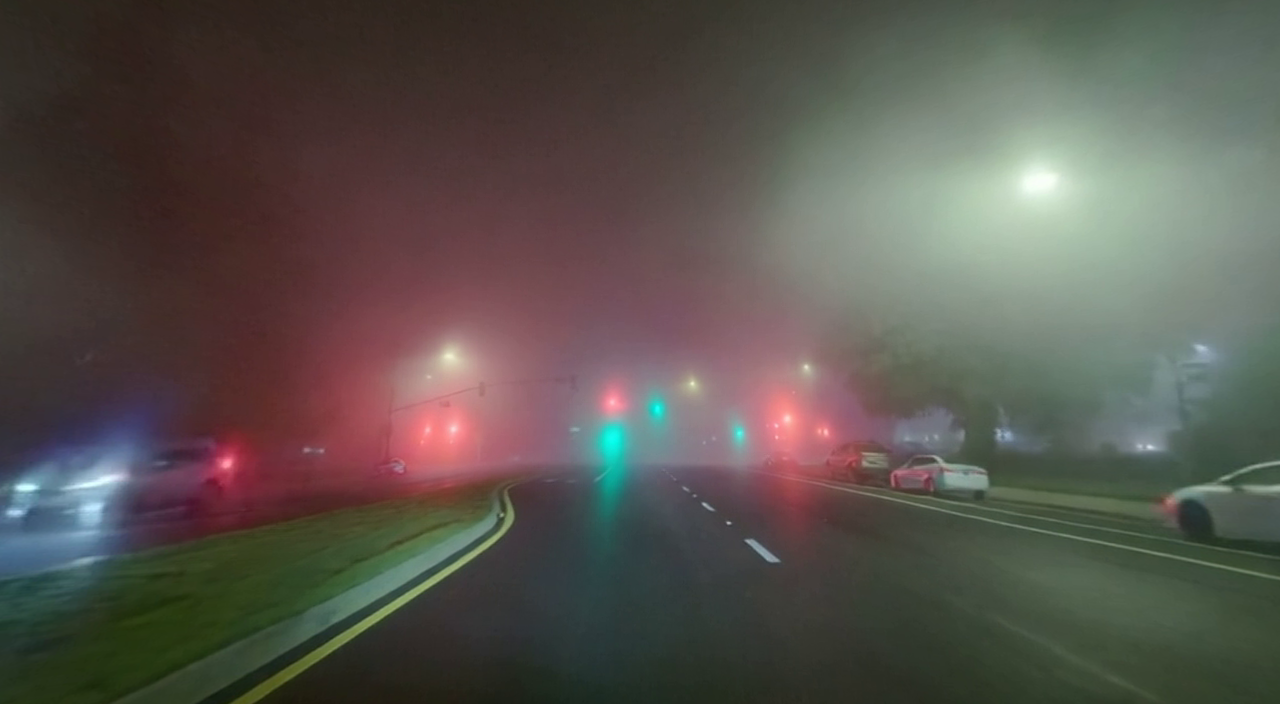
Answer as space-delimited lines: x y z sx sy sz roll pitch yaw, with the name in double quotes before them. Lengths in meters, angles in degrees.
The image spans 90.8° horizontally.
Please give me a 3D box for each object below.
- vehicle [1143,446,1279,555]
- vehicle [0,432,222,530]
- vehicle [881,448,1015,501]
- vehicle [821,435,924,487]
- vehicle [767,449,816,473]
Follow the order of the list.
"vehicle" 9.853 2.055 8.762 1.991 1.490 4.470 0 -9 -1
"vehicle" -11.513 2.667 13.650 1.940 1.740 4.356 0 -9 0
"vehicle" 9.779 3.883 20.562 1.931 1.473 4.742 0 -9 0
"vehicle" 9.817 4.647 27.339 2.245 1.983 5.433 0 -9 -2
"vehicle" 9.844 7.085 41.374 1.918 1.483 4.813 0 -9 -1
